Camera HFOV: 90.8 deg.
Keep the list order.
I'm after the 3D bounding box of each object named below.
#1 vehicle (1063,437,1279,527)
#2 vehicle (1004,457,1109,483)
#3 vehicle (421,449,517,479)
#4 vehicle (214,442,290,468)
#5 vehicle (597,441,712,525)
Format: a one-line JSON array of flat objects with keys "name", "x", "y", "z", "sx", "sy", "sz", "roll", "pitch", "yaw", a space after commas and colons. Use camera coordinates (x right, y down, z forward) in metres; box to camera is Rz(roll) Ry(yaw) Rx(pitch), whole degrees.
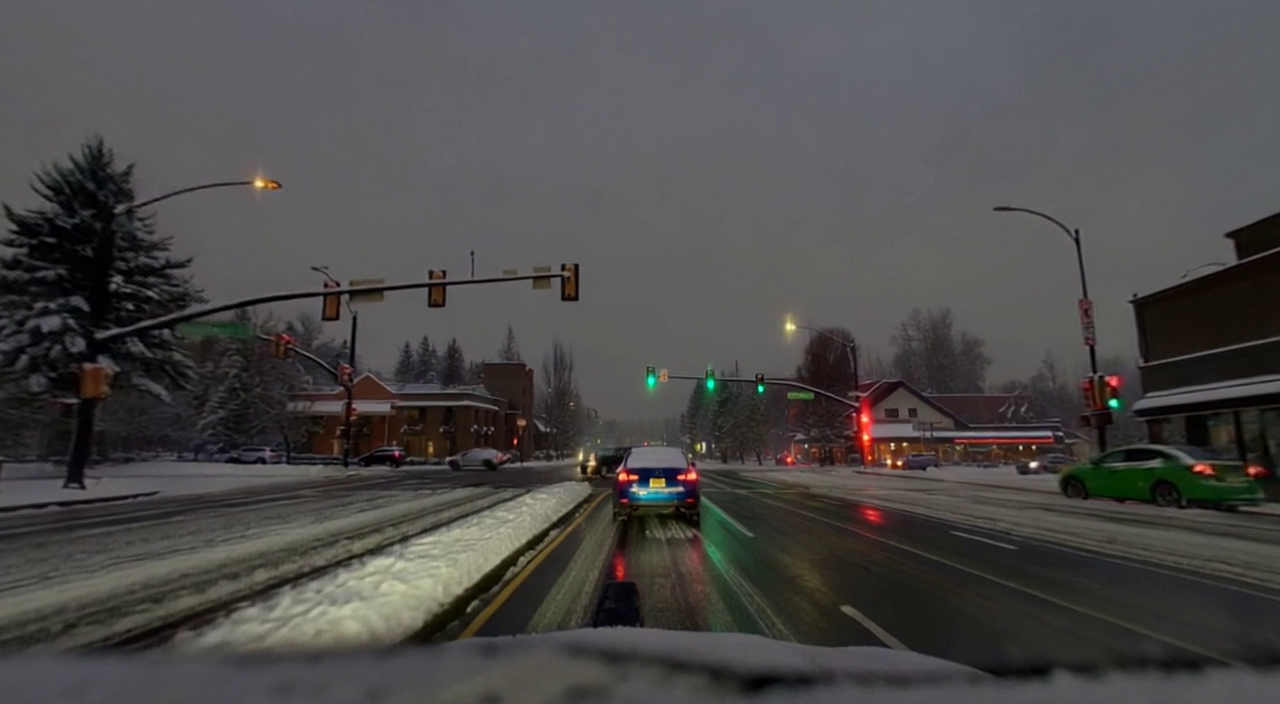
[{"name": "vehicle", "x": 13.989, "y": 3.133, "z": 15.991, "sx": 2.309, "sy": 1.819, "sz": 5.793, "roll": 0, "pitch": -9, "yaw": -3}, {"name": "vehicle", "x": 23.983, "y": 6.816, "z": 36.517, "sx": 4.684, "sy": 1.412, "sz": 1.995, "roll": 0, "pitch": -9, "yaw": -1}, {"name": "vehicle", "x": -8.834, "y": 5.765, "z": 32.644, "sx": 4.531, "sy": 1.434, "sz": 1.841, "roll": -4, "pitch": -9, "yaw": 22}, {"name": "vehicle", "x": -30.223, "y": 7.986, "z": 49.303, "sx": 1.999, "sy": 1.702, "sz": 4.557, "roll": -2, "pitch": -7, "yaw": 30}, {"name": "vehicle", "x": 0.309, "y": 2.680, "z": 13.505, "sx": 2.067, "sy": 1.471, "sz": 4.241, "roll": 0, "pitch": -9, "yaw": 1}]
